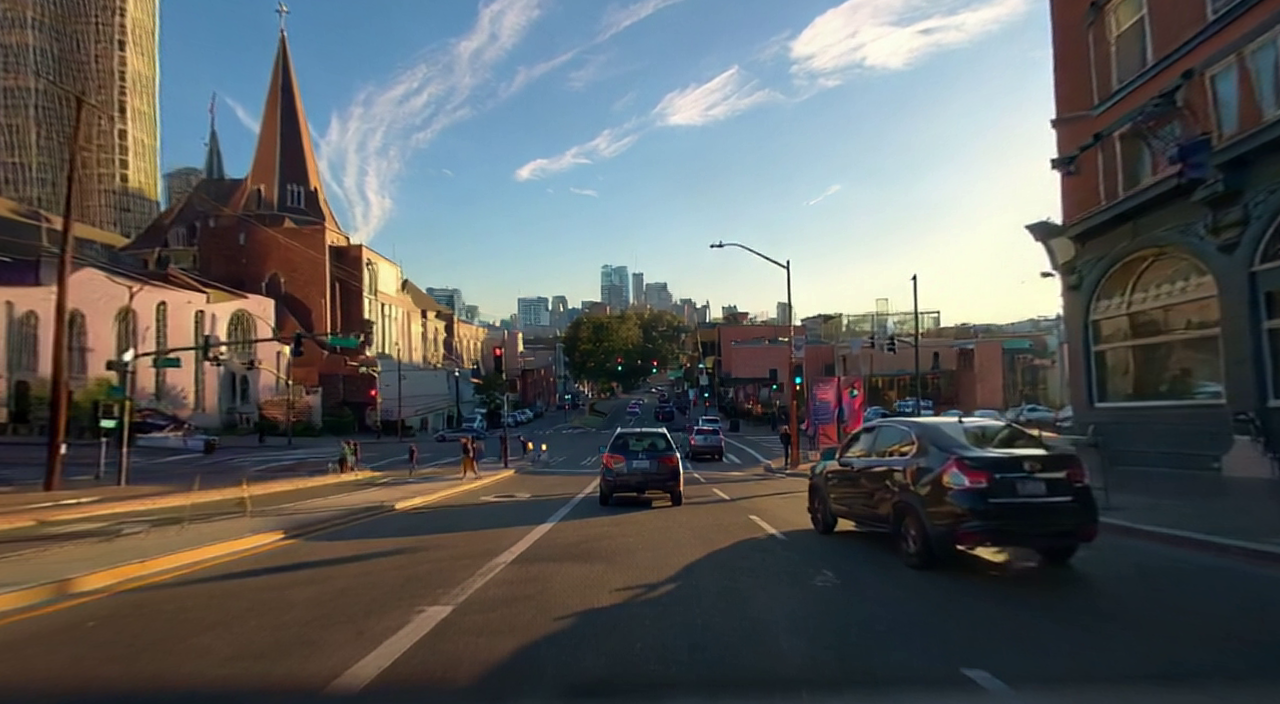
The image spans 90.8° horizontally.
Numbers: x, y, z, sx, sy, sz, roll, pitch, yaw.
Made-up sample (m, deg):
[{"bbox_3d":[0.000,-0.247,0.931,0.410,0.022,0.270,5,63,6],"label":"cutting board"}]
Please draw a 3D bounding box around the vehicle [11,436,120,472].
[{"bbox_3d":[-34.232,6.064,37.722,4.551,1.784,2.121,0,0,-1],"label":"vehicle"}]

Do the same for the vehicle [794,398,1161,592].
[{"bbox_3d":[3.638,1.638,8.120,2.080,1.735,4.650,0,-8,-1],"label":"vehicle"}]

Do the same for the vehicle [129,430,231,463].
[{"bbox_3d":[-29.879,6.131,41.159,4.955,1.828,2.268,-1,-3,-2],"label":"vehicle"}]

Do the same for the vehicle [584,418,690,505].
[{"bbox_3d":[0.027,2.575,15.141,2.168,1.776,4.135,-1,-8,3],"label":"vehicle"}]

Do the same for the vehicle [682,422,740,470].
[{"bbox_3d":[3.651,4.889,33.505,2.228,1.922,5.335,5,-4,-1],"label":"vehicle"}]
